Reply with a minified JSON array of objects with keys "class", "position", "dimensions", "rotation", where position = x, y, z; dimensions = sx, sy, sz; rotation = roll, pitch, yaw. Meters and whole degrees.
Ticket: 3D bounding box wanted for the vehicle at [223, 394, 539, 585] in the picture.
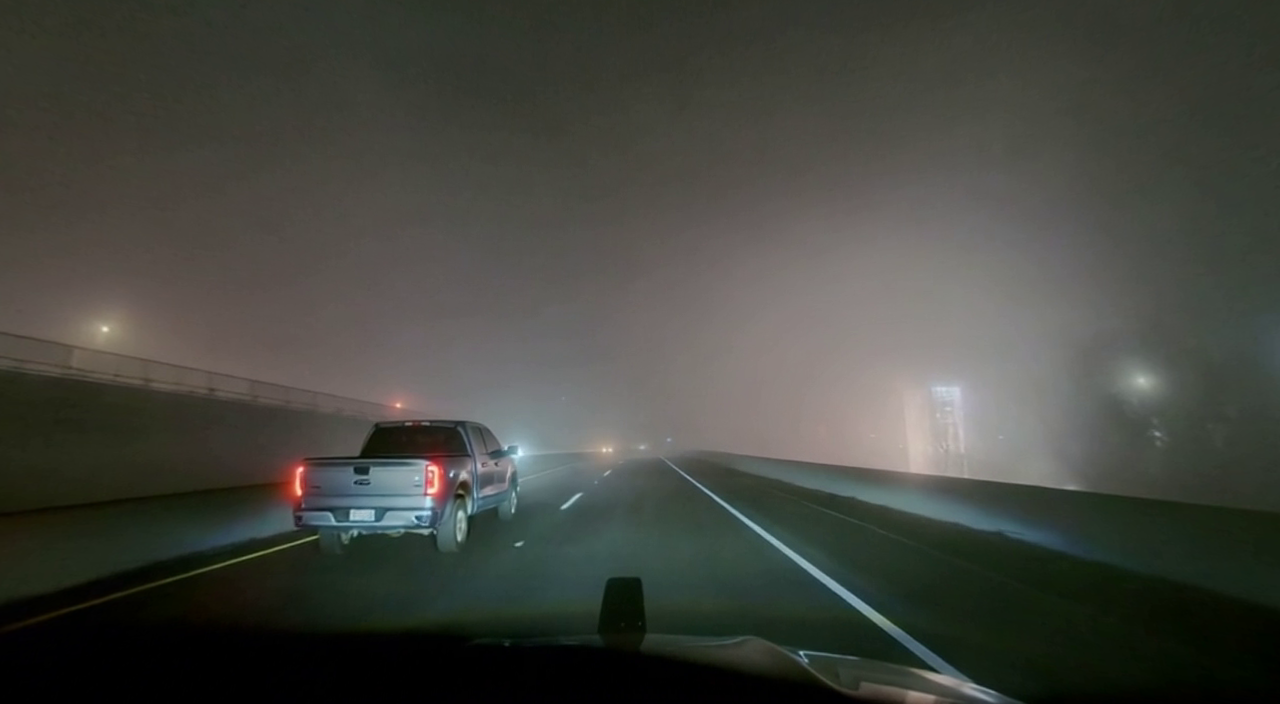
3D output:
[{"class":"vehicle","position":[-3.135,1.816,9.395],"dimensions":[2.350,1.932,5.562],"rotation":[-1,-8,0]}]
